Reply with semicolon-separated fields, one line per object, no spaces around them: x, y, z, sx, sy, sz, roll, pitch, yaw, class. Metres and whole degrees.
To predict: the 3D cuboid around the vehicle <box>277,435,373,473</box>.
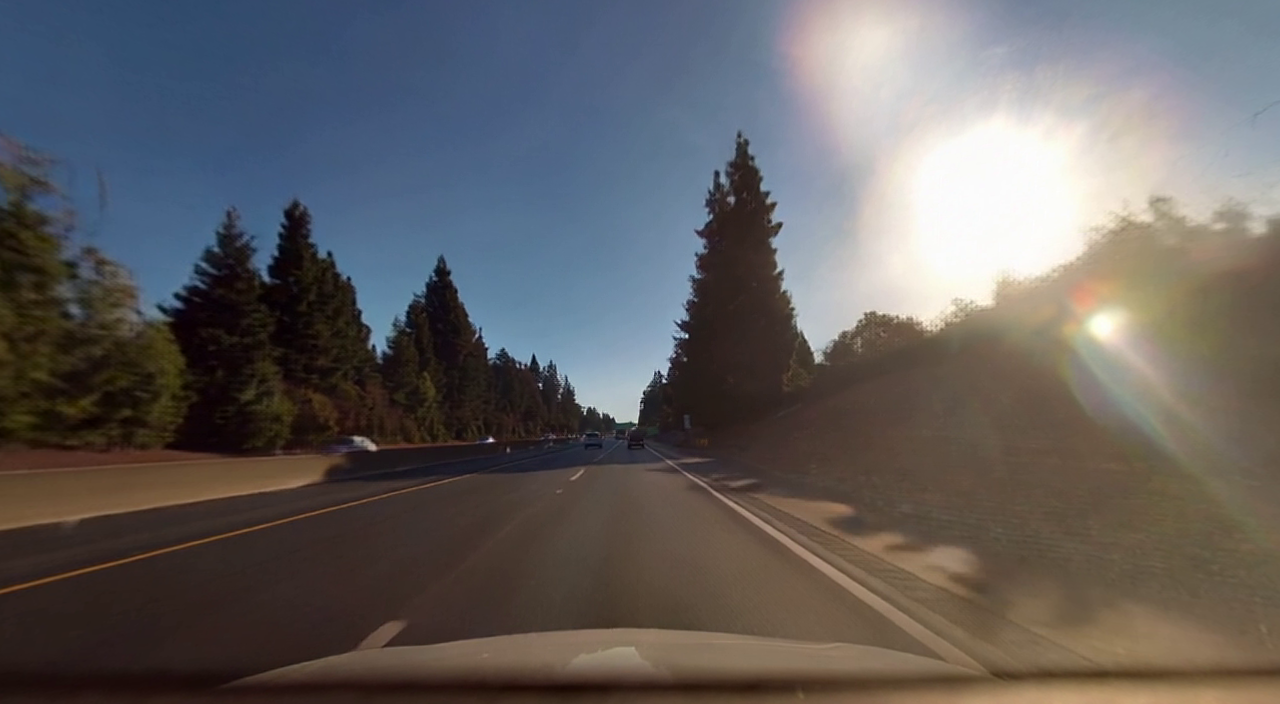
-13.152;4.265;26.634;1.816;1.451;4.338;0;-8;0;vehicle
